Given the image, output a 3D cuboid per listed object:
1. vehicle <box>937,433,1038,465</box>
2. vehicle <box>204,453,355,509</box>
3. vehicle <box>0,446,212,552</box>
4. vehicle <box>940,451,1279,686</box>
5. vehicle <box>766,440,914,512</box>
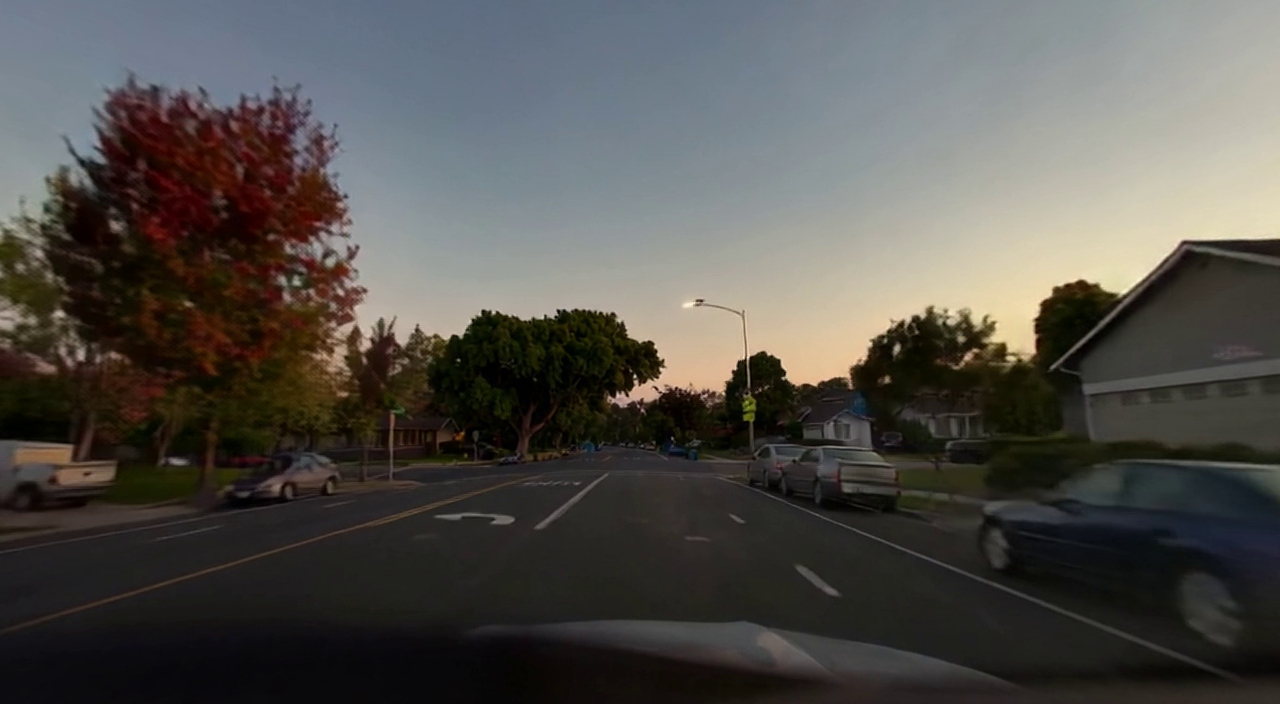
[{"bbox_3d":[20.167,5.652,36.829,4.578,1.740,2.185,0,-8,-1],"label":"vehicle"},{"bbox_3d":[-10.961,3.919,19.696,1.949,1.457,4.581,0,-8,1],"label":"vehicle"},{"bbox_3d":[-11.222,2.761,12.714,2.052,1.726,4.475,0,-8,0],"label":"vehicle"},{"bbox_3d":[4.805,1.604,5.700,2.007,1.352,4.345,0,-8,-1],"label":"vehicle"},{"bbox_3d":[4.615,2.923,15.418,2.196,1.472,4.426,0,-8,1],"label":"vehicle"}]
